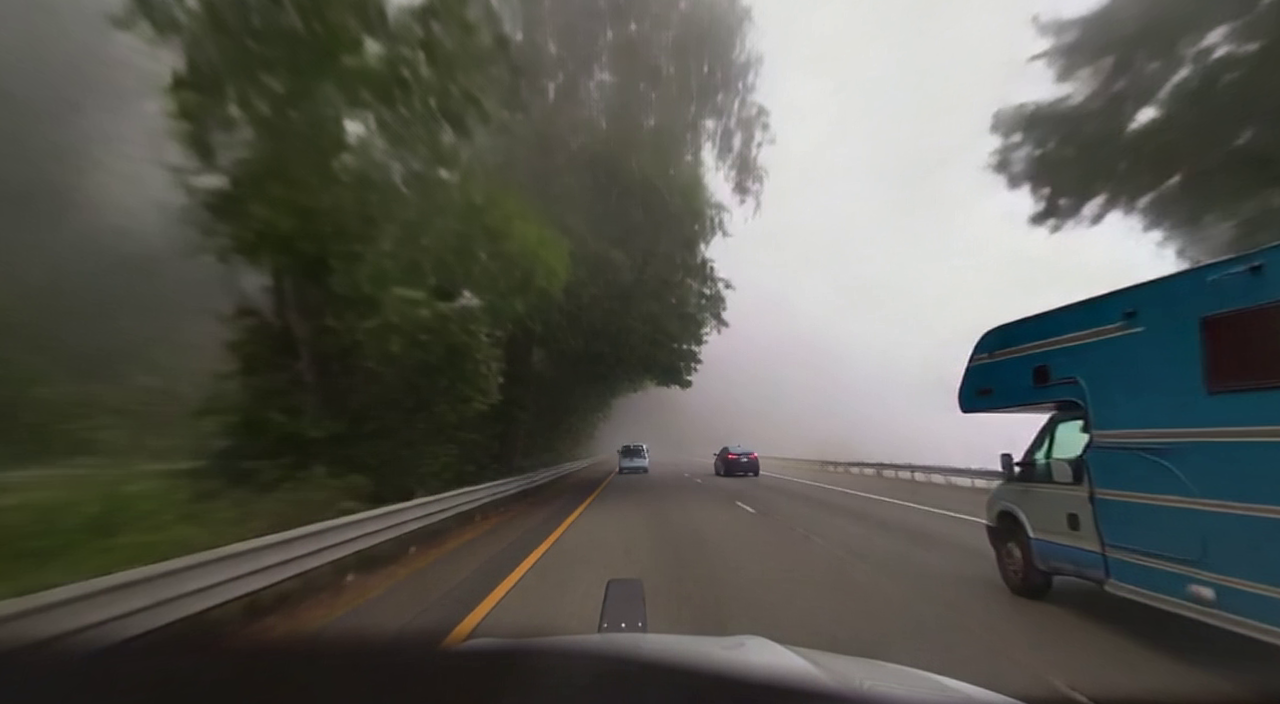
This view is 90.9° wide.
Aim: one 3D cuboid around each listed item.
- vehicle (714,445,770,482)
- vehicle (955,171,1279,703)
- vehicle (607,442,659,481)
[{"bbox_3d":[4.296,4.735,26.926,1.757,1.459,3.398,0,-9,-1],"label":"vehicle"},{"bbox_3d":[4.791,0.432,3.137,2.745,2.832,7.035,0,-9,0],"label":"vehicle"},{"bbox_3d":[-0.289,4.821,27.924,2.120,1.575,4.018,0,-9,0],"label":"vehicle"}]
